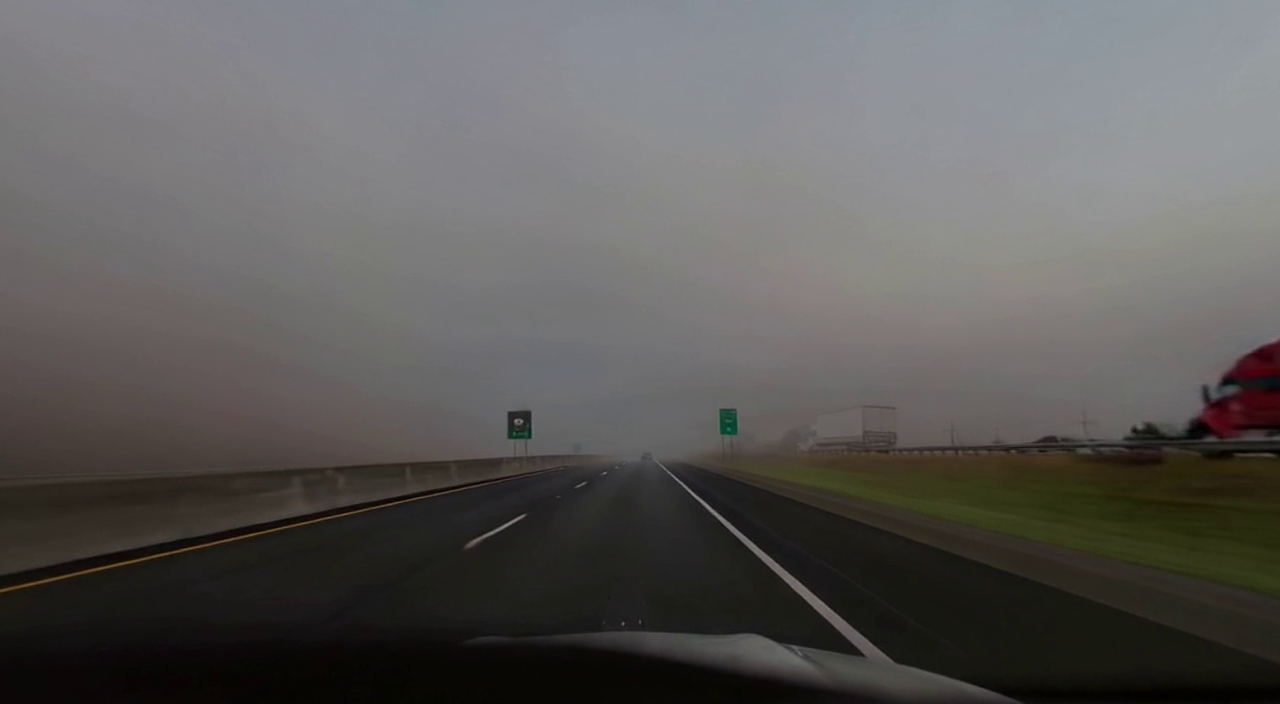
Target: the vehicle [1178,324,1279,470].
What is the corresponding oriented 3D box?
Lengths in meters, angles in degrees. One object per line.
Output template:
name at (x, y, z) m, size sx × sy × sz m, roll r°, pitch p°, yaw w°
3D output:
vehicle at (20.377, 1.347, 18.727) m, size 2.928 × 4.284 × 6.301 m, roll 0°, pitch -9°, yaw 0°
